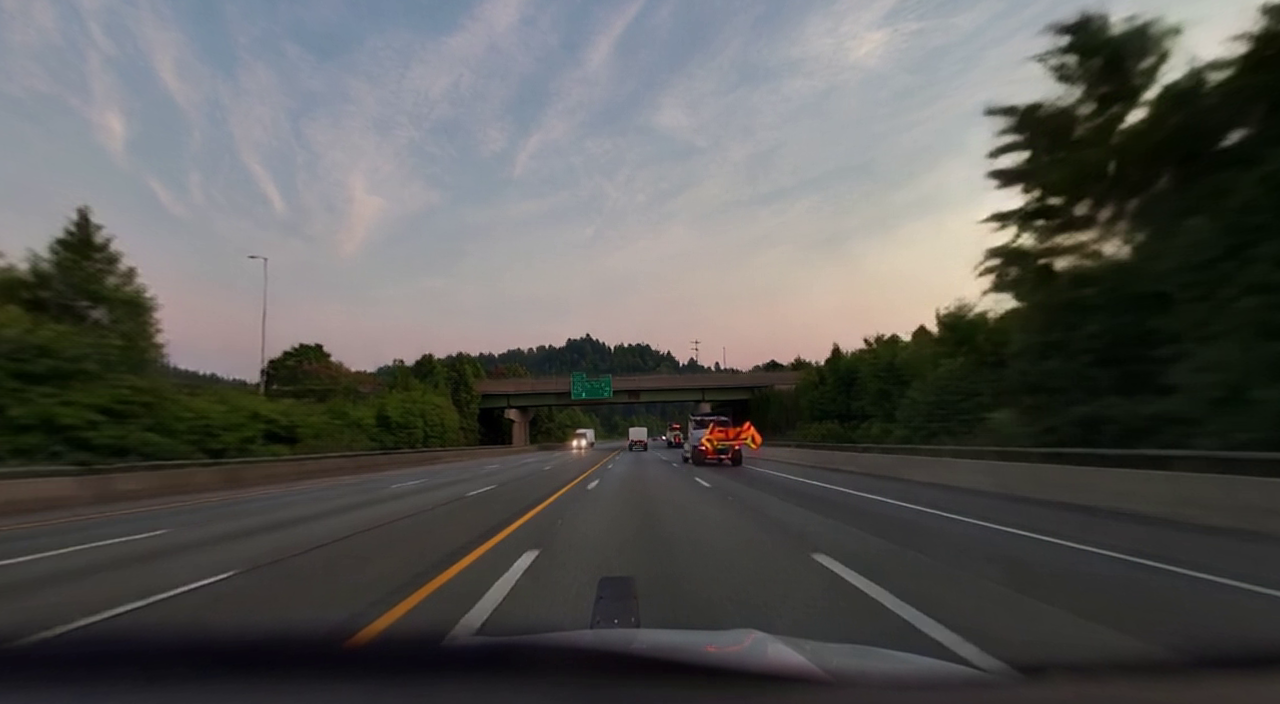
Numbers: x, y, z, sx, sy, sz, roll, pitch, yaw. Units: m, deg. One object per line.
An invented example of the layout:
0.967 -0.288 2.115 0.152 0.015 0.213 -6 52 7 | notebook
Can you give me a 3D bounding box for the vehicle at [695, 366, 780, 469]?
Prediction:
4.300 3.103 29.031 2.875 4.206 4.999 -2 -8 -1 | vehicle
